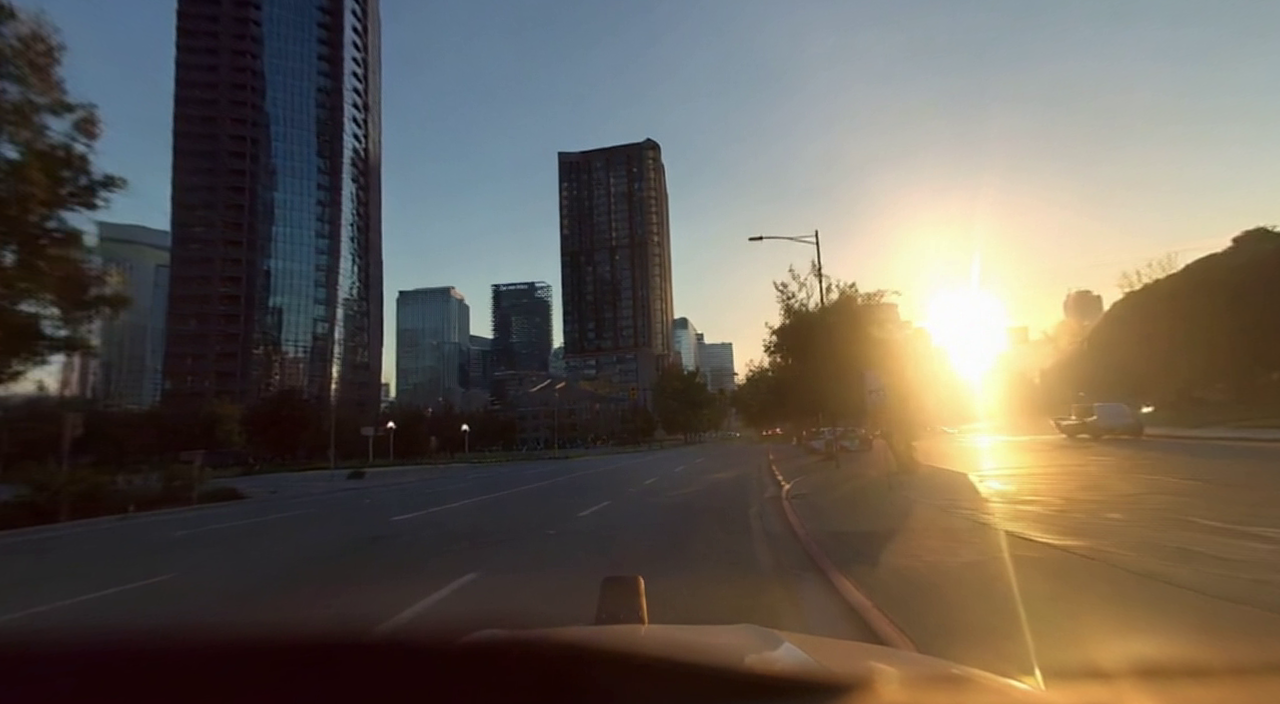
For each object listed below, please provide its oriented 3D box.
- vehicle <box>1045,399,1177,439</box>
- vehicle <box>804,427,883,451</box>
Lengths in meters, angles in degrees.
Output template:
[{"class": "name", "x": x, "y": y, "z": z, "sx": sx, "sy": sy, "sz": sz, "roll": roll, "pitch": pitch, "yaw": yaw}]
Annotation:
[{"class": "vehicle", "x": 22.620, "y": 3.289, "z": 30.461, "sx": 4.871, "sy": 1.757, "sz": 2.014, "roll": -7, "pitch": -10, "yaw": 40}, {"class": "vehicle", "x": 12.146, "y": 5.195, "z": 37.777, "sx": 4.218, "sy": 1.385, "sz": 1.830, "roll": 3, "pitch": -8, "yaw": -21}]
